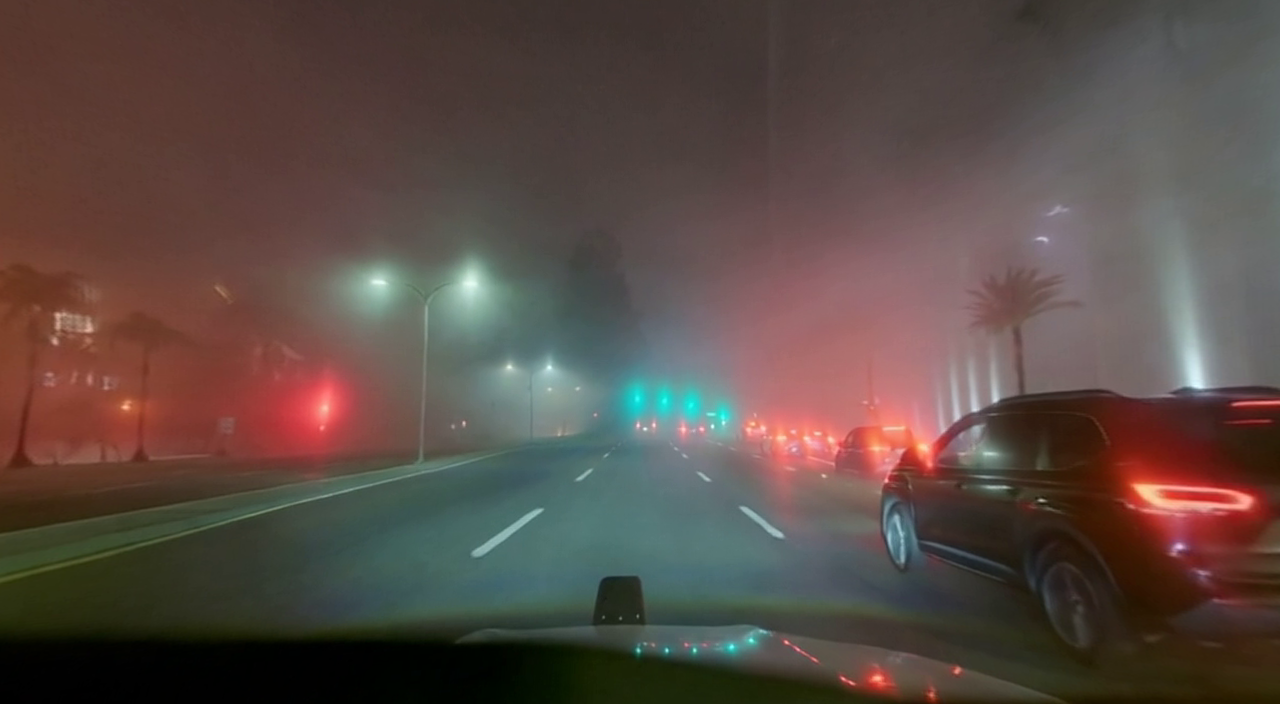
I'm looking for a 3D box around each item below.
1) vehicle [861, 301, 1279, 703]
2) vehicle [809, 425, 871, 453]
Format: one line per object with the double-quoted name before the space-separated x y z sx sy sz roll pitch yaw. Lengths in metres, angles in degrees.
"vehicle" 3.589 0.999 4.530 2.219 1.795 4.718 0 -8 -1
"vehicle" 11.411 5.019 36.339 1.871 1.465 4.395 0 -8 -4
